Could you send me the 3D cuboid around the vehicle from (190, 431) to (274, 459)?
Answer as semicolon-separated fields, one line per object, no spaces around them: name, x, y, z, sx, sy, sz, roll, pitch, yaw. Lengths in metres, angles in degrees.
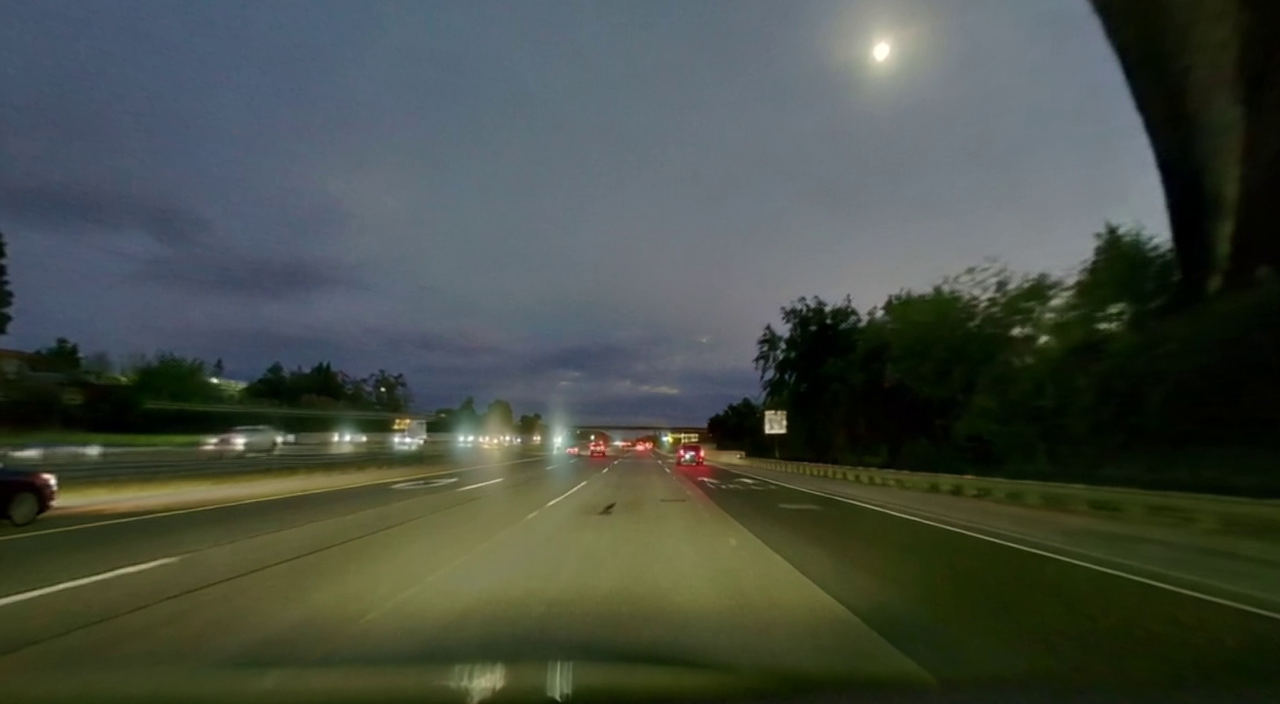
vehicle;-25.938;5.931;40.332;2.070;1.648;4.869;0;-8;2

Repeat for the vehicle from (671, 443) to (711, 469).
vehicle;3.095;6.457;39.354;2.059;1.509;4.670;0;-8;0
